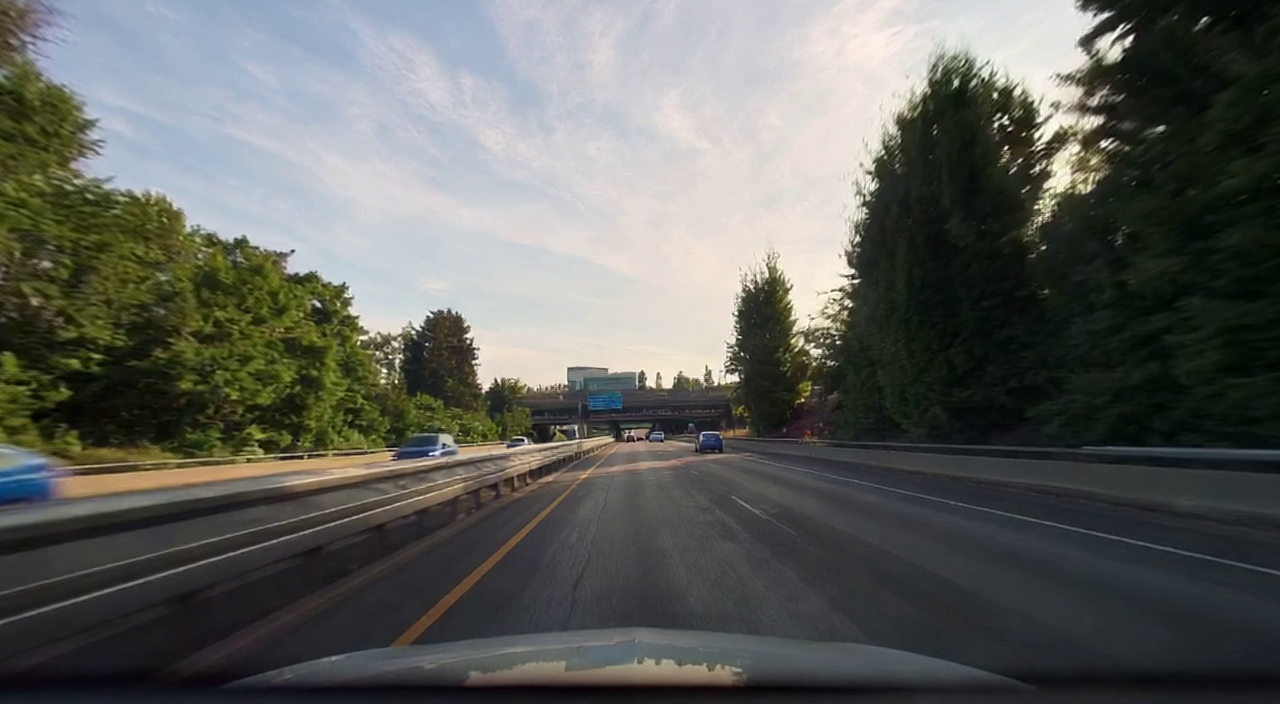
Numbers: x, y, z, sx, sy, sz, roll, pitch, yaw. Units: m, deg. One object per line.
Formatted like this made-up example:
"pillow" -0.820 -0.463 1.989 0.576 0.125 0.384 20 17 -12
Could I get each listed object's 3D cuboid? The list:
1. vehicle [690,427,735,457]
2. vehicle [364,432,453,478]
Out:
"vehicle" 4.244 5.360 37.570 2.073 1.651 4.065 0 -8 -2
"vehicle" -8.924 3.983 24.709 1.978 1.652 4.157 0 -8 -1
